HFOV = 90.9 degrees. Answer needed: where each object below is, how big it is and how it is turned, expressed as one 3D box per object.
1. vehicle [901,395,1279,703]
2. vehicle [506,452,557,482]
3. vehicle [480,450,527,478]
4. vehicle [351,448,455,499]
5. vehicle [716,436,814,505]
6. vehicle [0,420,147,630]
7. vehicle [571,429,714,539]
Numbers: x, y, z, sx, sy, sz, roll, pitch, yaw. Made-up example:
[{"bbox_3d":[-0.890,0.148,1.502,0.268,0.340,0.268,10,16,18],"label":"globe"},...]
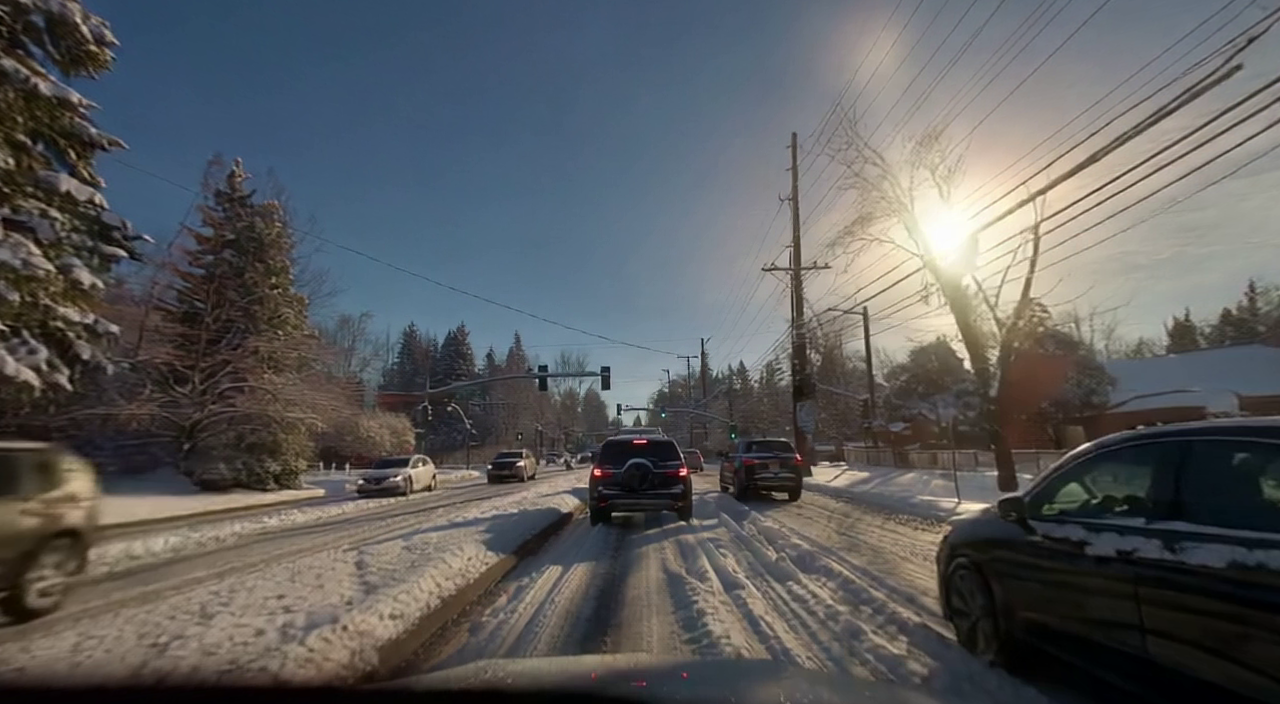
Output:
[{"bbox_3d":[2.884,0.963,2.456,1.950,1.487,4.275,0,-8,1],"label":"vehicle"},{"bbox_3d":[-5.916,6.313,34.831,1.974,1.466,4.427,0,-8,1],"label":"vehicle"},{"bbox_3d":[-9.636,7.912,44.846,2.188,1.836,4.877,-1,-8,1],"label":"vehicle"},{"bbox_3d":[-9.469,4.866,25.814,2.086,1.850,5.349,-1,-8,1],"label":"vehicle"},{"bbox_3d":[3.361,3.257,17.754,1.914,1.698,4.049,0,-8,0],"label":"vehicle"},{"bbox_3d":[-6.426,1.337,4.514,2.218,1.722,4.397,0,-8,-1],"label":"vehicle"},{"bbox_3d":[0.055,2.342,11.805,2.200,1.653,4.127,0,-8,1],"label":"vehicle"}]
